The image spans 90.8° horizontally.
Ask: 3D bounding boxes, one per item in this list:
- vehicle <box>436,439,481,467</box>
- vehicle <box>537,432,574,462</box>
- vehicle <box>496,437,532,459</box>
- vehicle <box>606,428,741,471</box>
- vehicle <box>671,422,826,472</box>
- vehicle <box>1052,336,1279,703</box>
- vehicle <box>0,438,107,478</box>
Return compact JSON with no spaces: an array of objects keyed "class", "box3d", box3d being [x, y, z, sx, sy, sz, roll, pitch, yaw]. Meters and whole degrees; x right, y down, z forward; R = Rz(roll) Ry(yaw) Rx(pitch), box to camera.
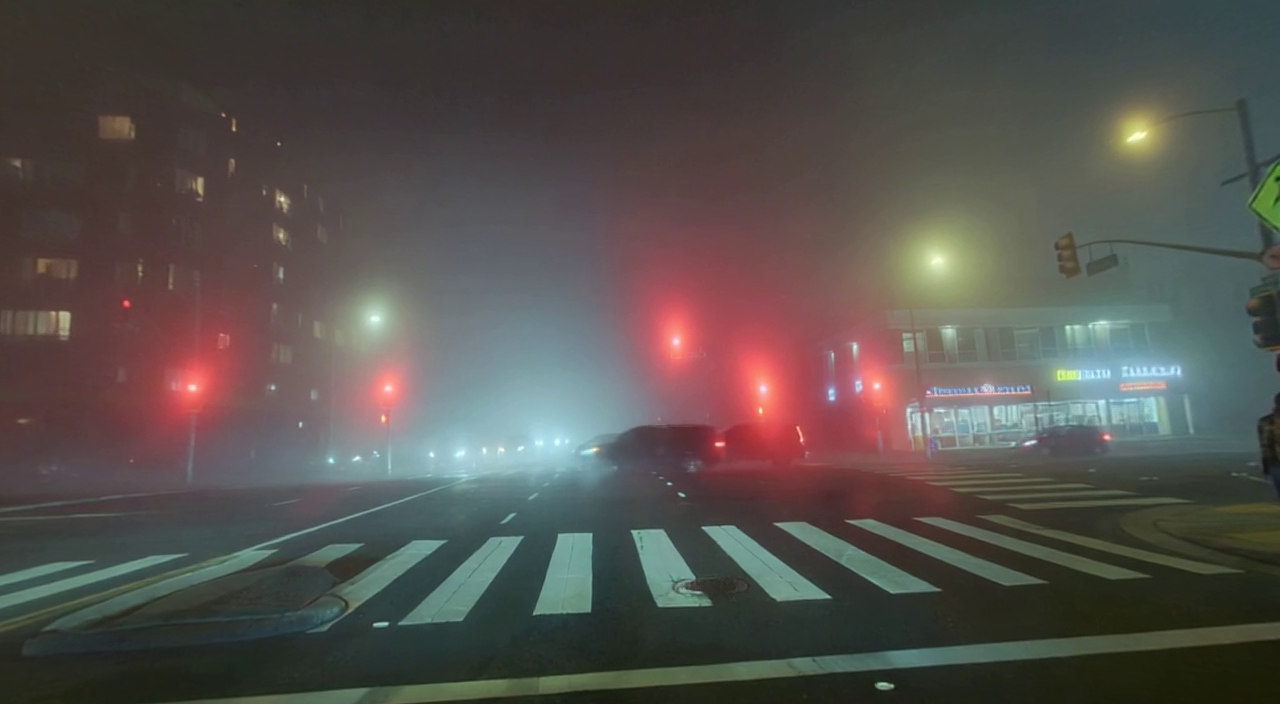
[{"class":"vehicle","box3d":[-10.933,6.095,38.233,1.885,1.545,4.124,1,-8,-6]},{"class":"vehicle","box3d":[-5.124,5.803,38.678,1.976,1.683,4.117,0,-8,-4]},{"class":"vehicle","box3d":[-8.707,6.682,43.918,1.906,1.402,4.904,0,-8,-5]},{"class":"vehicle","box3d":[1.151,3.527,23.037,4.643,1.476,1.820,1,-9,-8]},{"class":"vehicle","box3d":[3.478,3.100,20.670,4.612,1.521,1.811,1,-9,-9]},{"class":"vehicle","box3d":[3.006,0.609,0.880,1.866,1.654,4.354,0,-8,0]},{"class":"vehicle","box3d":[-31.551,5.583,33.479,2.205,1.903,5.877,1,-9,-10]}]
